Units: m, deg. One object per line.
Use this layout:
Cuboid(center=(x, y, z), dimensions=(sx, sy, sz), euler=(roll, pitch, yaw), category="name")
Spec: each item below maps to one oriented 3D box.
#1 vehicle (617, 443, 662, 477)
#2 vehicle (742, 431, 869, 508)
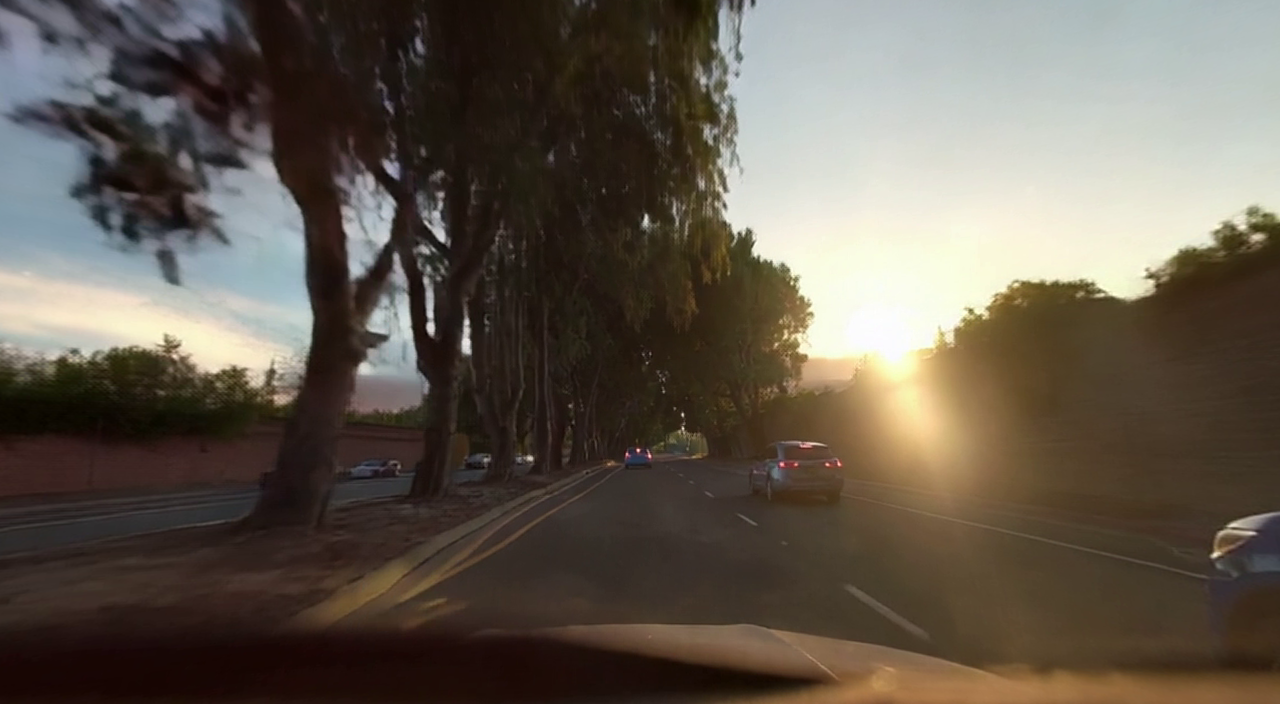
Cuboid(center=(-0.055, 6.104, 35.994), dimensions=(2.391, 1.739, 3.837), euler=(0, -8, -1), category="vehicle")
Cuboid(center=(4.226, 3.071, 17.040), dimensions=(2.155, 1.752, 4.456), euler=(0, -8, -1), category="vehicle")
